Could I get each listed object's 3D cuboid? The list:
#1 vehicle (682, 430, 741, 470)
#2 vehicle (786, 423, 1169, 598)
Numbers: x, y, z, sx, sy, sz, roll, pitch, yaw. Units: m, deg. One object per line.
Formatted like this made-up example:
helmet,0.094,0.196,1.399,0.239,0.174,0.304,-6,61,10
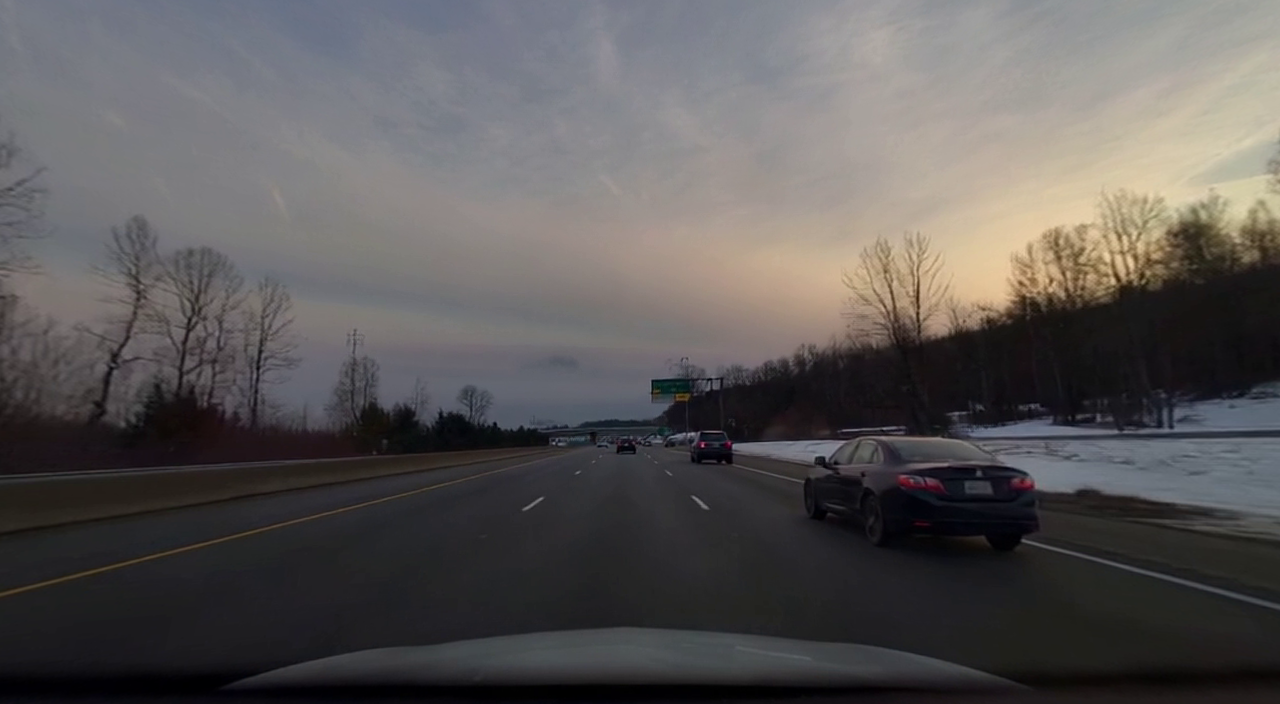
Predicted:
vehicle,3.201,4.498,29.077,2.098,1.677,4.275,0,-8,-2
vehicle,3.458,1.683,7.792,2.056,1.479,4.660,0,-8,-2
